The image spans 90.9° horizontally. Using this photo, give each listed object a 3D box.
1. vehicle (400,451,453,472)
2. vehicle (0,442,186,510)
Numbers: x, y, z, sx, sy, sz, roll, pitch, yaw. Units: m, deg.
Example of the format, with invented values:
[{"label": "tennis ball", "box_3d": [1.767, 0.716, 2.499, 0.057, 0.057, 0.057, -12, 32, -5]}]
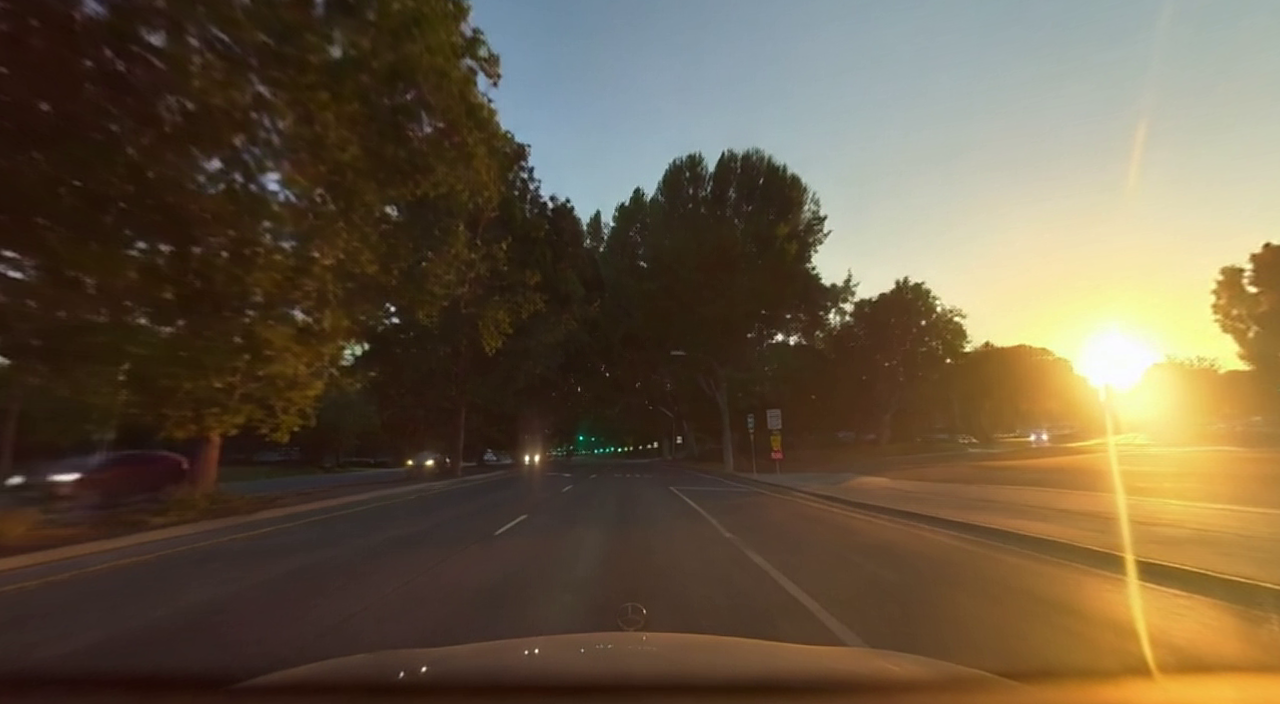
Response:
[{"label": "vehicle", "box_3d": [-16.289, 8.395, 48.349, 2.200, 1.496, 4.809, -1, -9, 2]}, {"label": "vehicle", "box_3d": [-17.160, 3.788, 19.747, 2.064, 1.844, 4.845, -1, -9, 3]}]
